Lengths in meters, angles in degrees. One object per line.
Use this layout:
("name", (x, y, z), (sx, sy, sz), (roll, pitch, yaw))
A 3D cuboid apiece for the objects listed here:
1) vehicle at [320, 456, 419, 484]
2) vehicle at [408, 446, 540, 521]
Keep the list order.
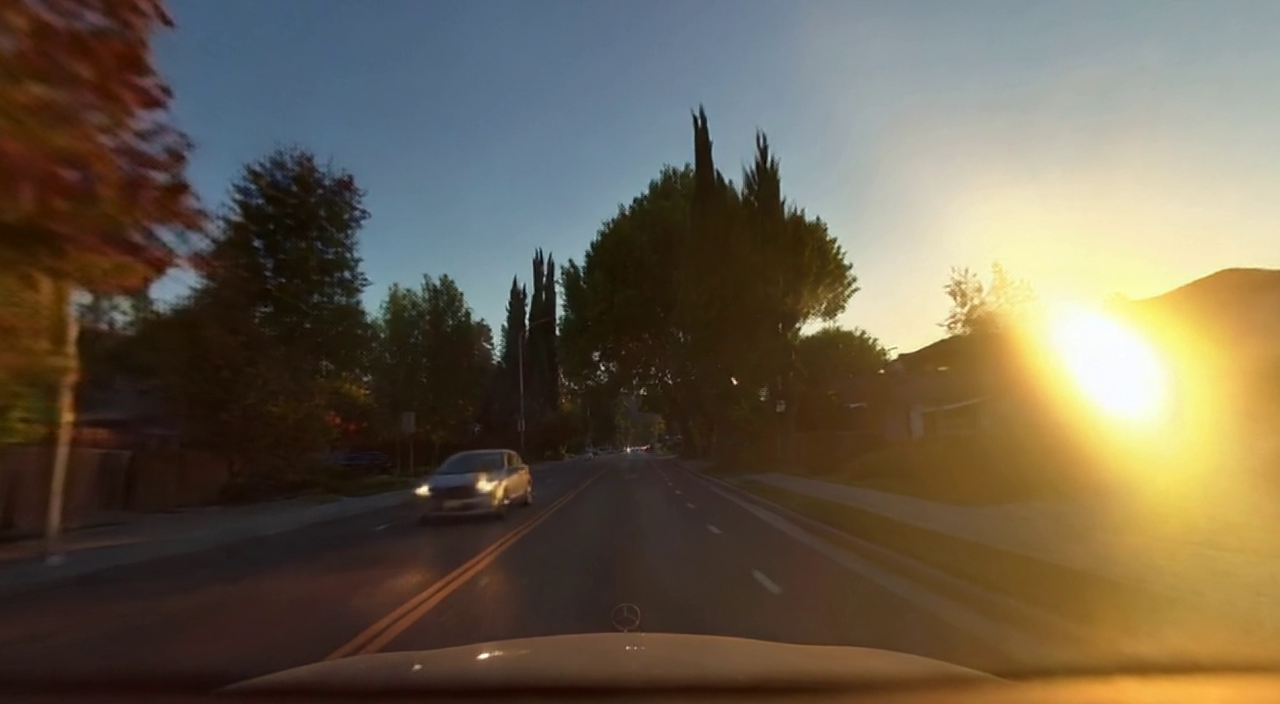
("vehicle", (-15.222, 6.636, 35.693), (4.779, 1.453, 1.970), (-2, -9, 9))
("vehicle", (-3.824, 3.092, 15.478), (1.996, 1.519, 4.559), (0, -9, 0))
